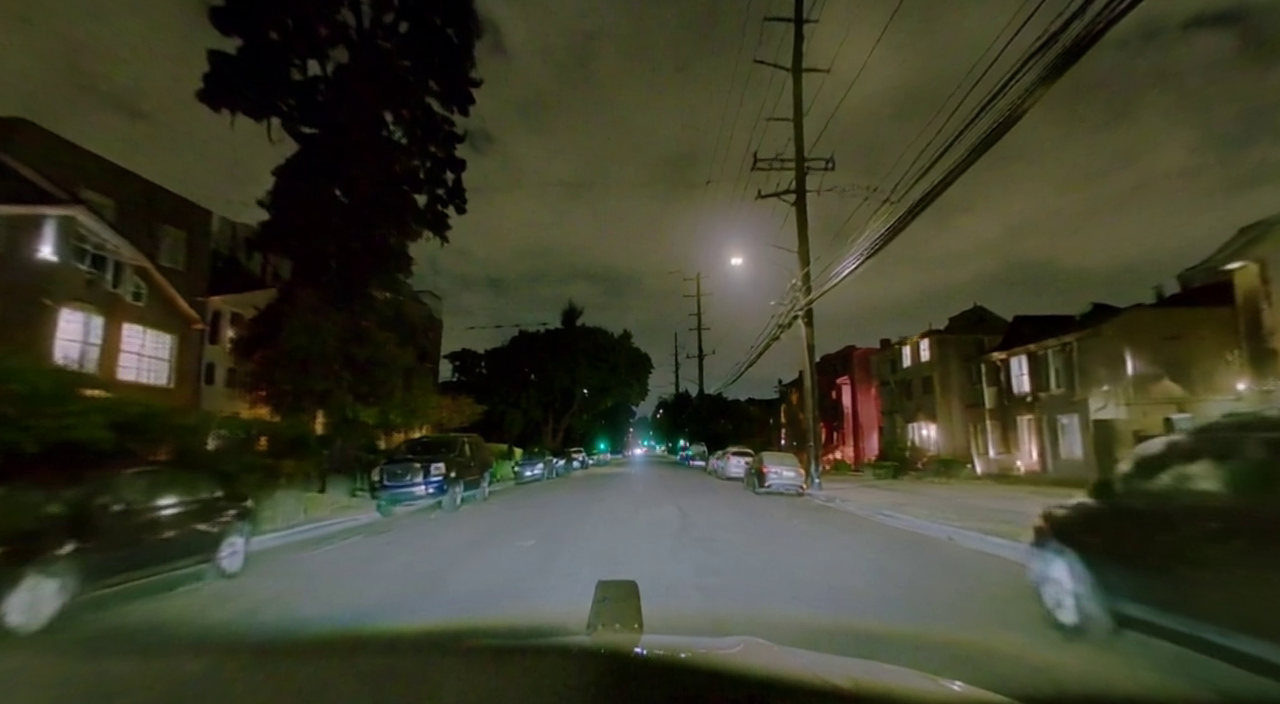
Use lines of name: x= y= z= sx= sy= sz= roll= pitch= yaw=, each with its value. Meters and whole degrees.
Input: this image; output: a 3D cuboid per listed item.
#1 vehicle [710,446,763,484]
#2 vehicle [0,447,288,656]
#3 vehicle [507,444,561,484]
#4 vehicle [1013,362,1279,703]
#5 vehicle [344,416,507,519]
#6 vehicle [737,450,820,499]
vehicle: x=4.564 y=5.388 z=30.467 sx=1.979 sy=1.620 sz=4.684 roll=1 pitch=-9 yaw=2
vehicle: x=-5.317 y=1.580 z=5.620 sx=1.824 sy=1.417 sz=4.395 roll=-1 pitch=-9 yaw=0
vehicle: x=-5.070 y=5.378 z=30.732 sx=1.873 sy=1.709 sz=4.206 roll=-3 pitch=-8 yaw=1
vehicle: x=3.857 y=0.932 z=2.579 sx=2.049 sy=1.776 sz=4.285 roll=1 pitch=-9 yaw=0
vehicle: x=-5.165 y=2.893 z=16.330 sx=2.242 sy=2.135 sz=5.566 roll=-1 pitch=-9 yaw=0
vehicle: x=4.554 y=4.091 z=21.508 sx=1.893 sy=1.437 sz=4.369 roll=1 pitch=-9 yaw=1
